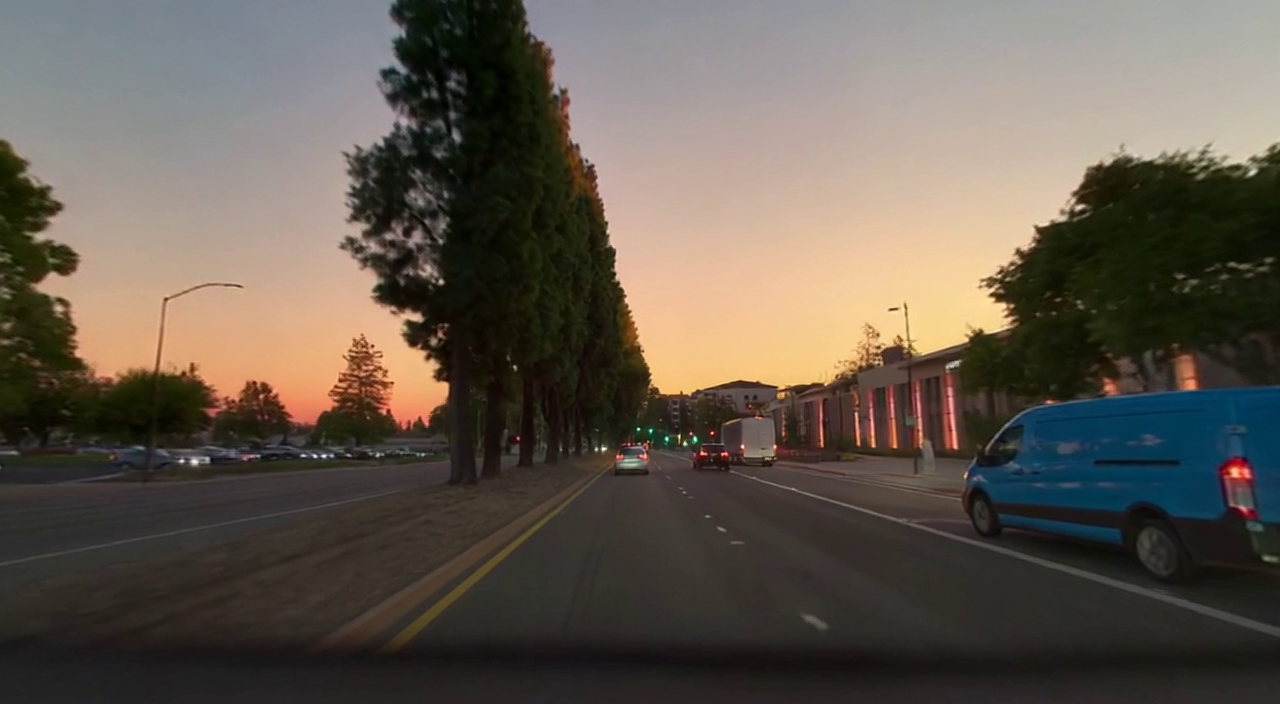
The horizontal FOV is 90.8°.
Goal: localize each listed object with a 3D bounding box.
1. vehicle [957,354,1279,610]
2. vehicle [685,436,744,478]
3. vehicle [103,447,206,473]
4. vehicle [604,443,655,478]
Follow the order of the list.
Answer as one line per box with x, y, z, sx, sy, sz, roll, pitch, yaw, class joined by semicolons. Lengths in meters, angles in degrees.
6.639;1.450;7.744;2.573;2.127;5.568;0;-8;0;vehicle
3.238;4.665;28.235;2.047;1.711;4.265;0;-8;-1;vehicle
-29.742;6.620;38.754;4.761;1.522;1.968;-1;-10;3;vehicle
-0.465;4.790;28.198;2.095;1.456;3.873;0;-8;-1;vehicle
